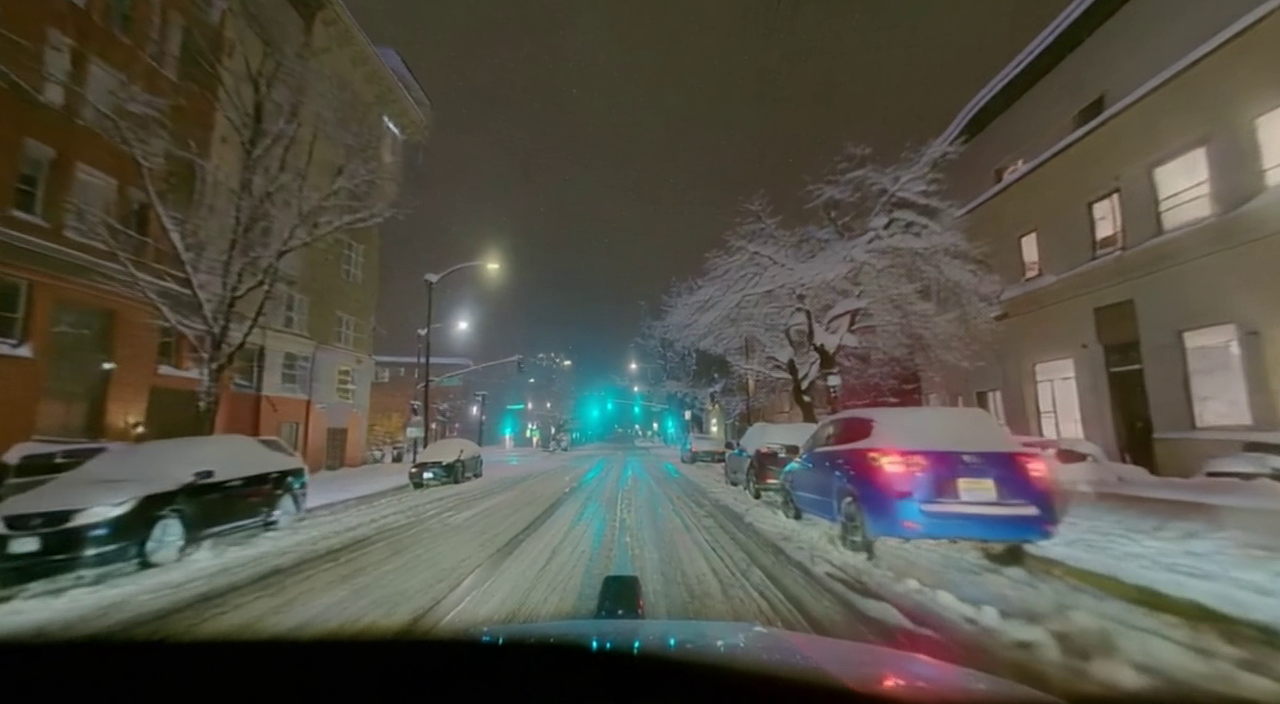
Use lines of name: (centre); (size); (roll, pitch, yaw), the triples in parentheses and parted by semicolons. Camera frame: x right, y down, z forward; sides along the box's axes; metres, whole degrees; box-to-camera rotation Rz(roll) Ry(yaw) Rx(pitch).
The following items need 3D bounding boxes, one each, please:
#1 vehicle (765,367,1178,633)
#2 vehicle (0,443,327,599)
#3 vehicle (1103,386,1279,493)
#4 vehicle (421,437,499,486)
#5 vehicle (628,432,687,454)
vehicle: (2.772, 1.371, 6.814); (1.954, 1.845, 4.682); (-1, -8, 1)
vehicle: (-6.652, 2.113, 8.936); (2.033, 1.523, 4.867); (-3, -8, -1)
vehicle: (10.005, 1.457, 10.950); (3.738, 1.566, 1.708); (3, -8, -30)
vehicle: (-7.050, 4.322, 25.172); (1.893, 1.758, 4.019); (0, -8, 0)
vehicle: (1.315, 7.116, 49.289); (4.448, 1.599, 1.837); (0, -8, -1)
